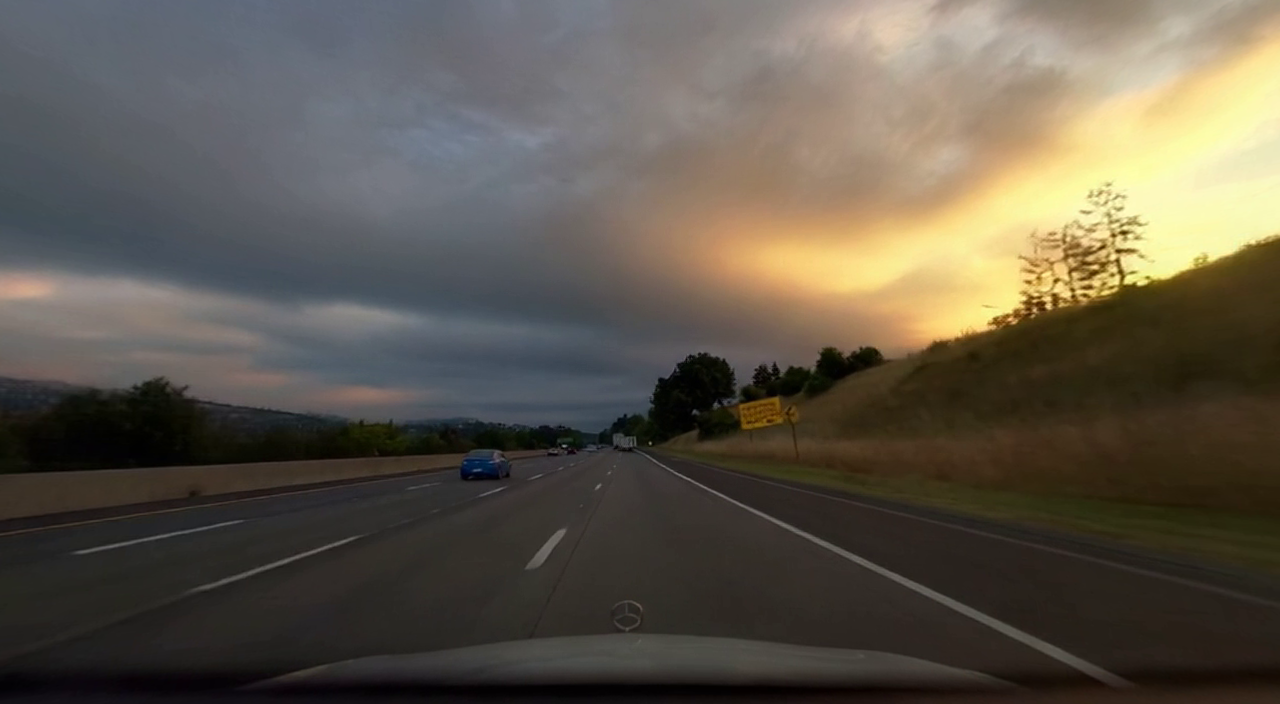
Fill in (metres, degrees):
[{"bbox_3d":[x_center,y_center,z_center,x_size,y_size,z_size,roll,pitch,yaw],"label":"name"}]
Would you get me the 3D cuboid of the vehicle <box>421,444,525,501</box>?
[{"bbox_3d":[-4.976,3.640,19.428,2.121,1.537,3.852,0,-9,0],"label":"vehicle"}]
